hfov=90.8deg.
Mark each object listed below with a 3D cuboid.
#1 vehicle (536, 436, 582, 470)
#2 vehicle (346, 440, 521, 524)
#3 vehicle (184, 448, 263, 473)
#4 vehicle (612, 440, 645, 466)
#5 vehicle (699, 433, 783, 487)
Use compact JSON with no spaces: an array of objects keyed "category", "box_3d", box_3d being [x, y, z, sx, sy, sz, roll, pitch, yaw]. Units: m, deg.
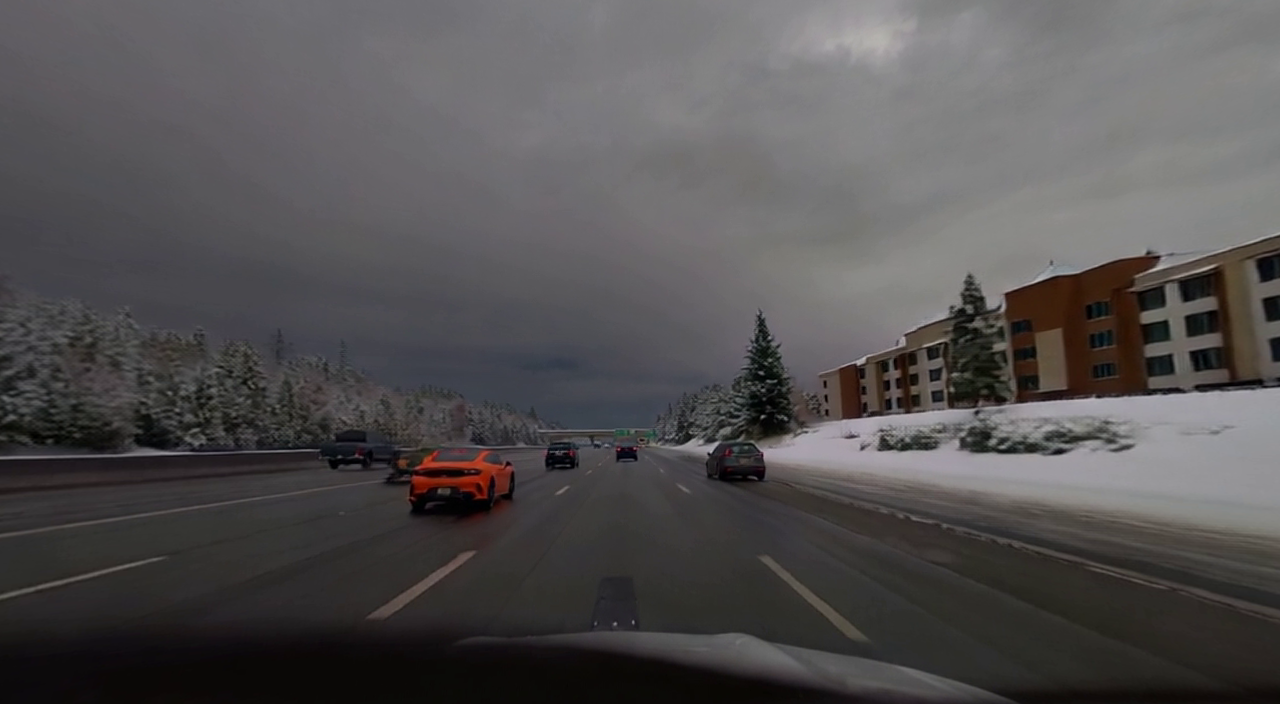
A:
[{"category":"vehicle","box_3d":[-4.481,5.655,35.467,2.044,1.774,4.329,0,-8,-1]},{"category":"vehicle","box_3d":[-3.988,2.578,13.191,2.124,1.426,4.444,0,-8,0]},{"category":"vehicle","box_3d":[-26.159,6.781,39.869,1.816,1.457,4.598,0,-8,0]},{"category":"vehicle","box_3d":[-0.741,6.633,41.712,2.053,1.650,3.945,0,-8,-1]},{"category":"vehicle","box_3d":[3.352,3.684,21.918,2.061,1.658,4.417,0,-8,-2]}]
